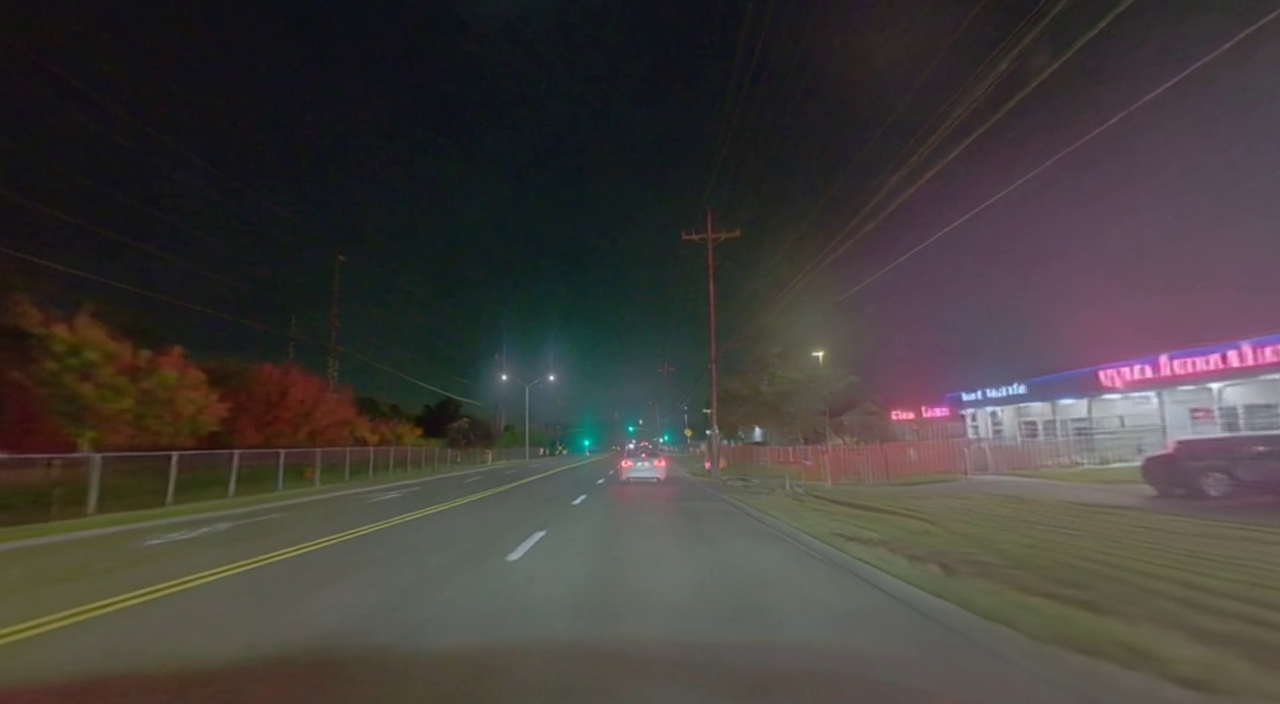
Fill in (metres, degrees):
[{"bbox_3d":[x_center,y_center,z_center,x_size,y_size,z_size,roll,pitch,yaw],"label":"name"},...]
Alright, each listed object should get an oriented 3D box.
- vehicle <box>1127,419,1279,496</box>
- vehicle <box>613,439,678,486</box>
[{"bbox_3d":[14.014,2.394,14.612,1.841,1.563,4.335,-1,-8,0],"label":"vehicle"},{"bbox_3d":[0.168,3.952,22.759,2.144,1.514,4.063,-1,-8,0],"label":"vehicle"}]
